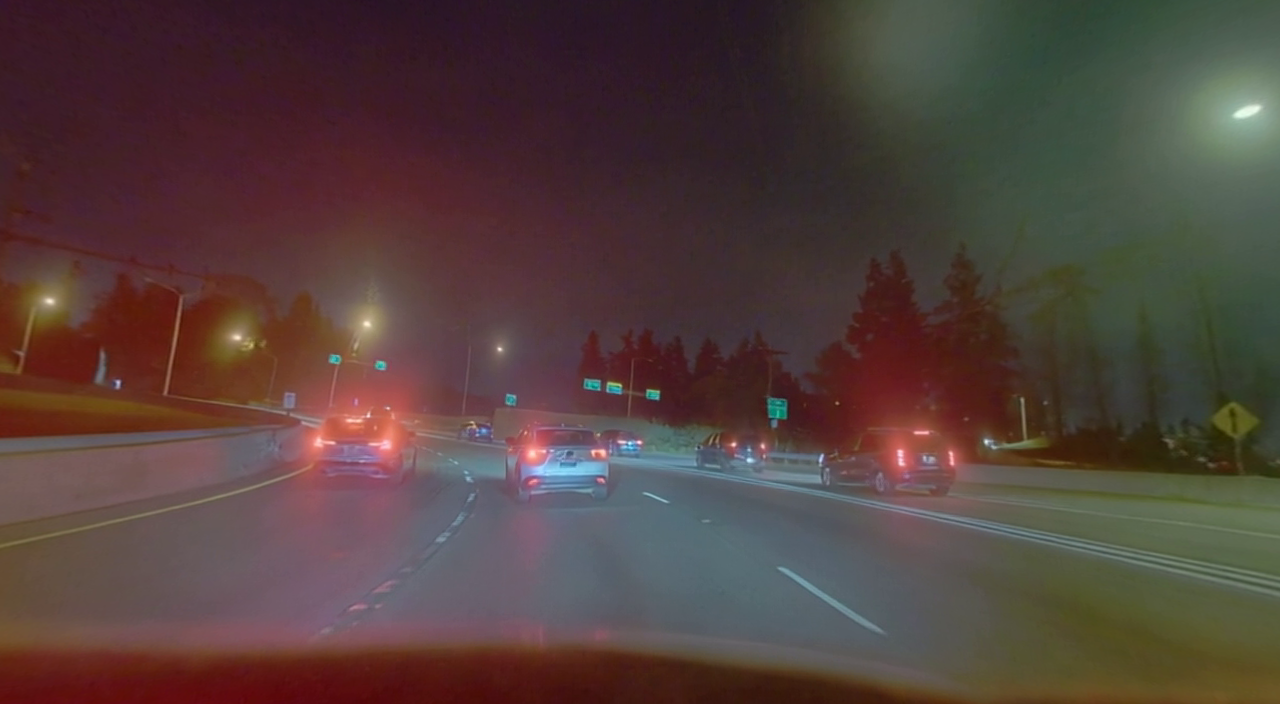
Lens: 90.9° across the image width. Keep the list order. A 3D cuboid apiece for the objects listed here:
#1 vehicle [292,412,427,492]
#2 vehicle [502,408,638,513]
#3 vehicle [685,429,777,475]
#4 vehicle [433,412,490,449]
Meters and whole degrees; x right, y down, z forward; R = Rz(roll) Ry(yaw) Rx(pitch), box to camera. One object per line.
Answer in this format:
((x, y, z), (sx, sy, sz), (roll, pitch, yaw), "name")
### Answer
((-6.183, 2.270, 14.521), (2.033, 1.501, 4.623), (2, -9, -14), "vehicle")
((-1.596, 2.127, 12.753), (2.140, 1.724, 4.304), (2, -9, -14), "vehicle")
((3.799, 4.320, 27.464), (2.079, 1.807, 4.682), (3, -9, -18), "vehicle")
((-9.585, 4.234, 33.583), (2.042, 1.817, 4.650), (4, -9, -26), "vehicle")
